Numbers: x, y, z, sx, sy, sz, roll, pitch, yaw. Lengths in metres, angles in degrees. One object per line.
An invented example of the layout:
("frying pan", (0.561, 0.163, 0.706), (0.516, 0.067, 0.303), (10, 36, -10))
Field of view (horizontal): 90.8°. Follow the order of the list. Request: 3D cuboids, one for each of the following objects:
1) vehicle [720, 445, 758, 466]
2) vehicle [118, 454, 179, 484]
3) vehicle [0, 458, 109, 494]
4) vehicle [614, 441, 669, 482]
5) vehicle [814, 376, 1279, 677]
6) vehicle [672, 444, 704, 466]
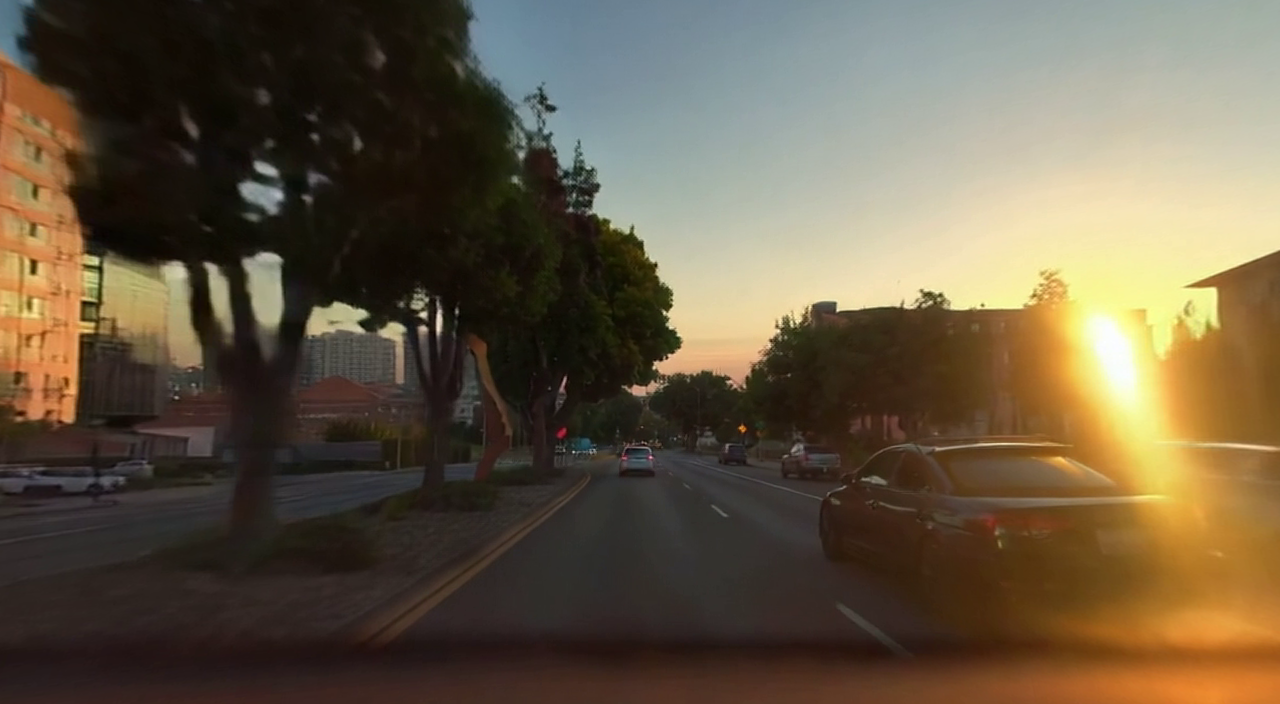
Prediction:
("vehicle", (7.378, 7.738, 47.481), (1.936, 1.516, 4.579), (0, -9, -2))
("vehicle", (-30.838, 7.285, 39.599), (4.272, 1.704, 2.031), (-8, -11, 40))
("vehicle", (-27.643, 5.652, 28.977), (4.732, 1.497, 2.077), (-1, -9, 2))
("vehicle", (0.031, 4.306, 25.059), (2.006, 1.487, 3.535), (0, -9, -1))
("vehicle", (3.164, 1.304, 5.738), (1.949, 1.723, 4.020), (0, -9, -1))
("vehicle", (3.380, 7.363, 45.442), (1.910, 1.474, 4.003), (0, -9, -1))
